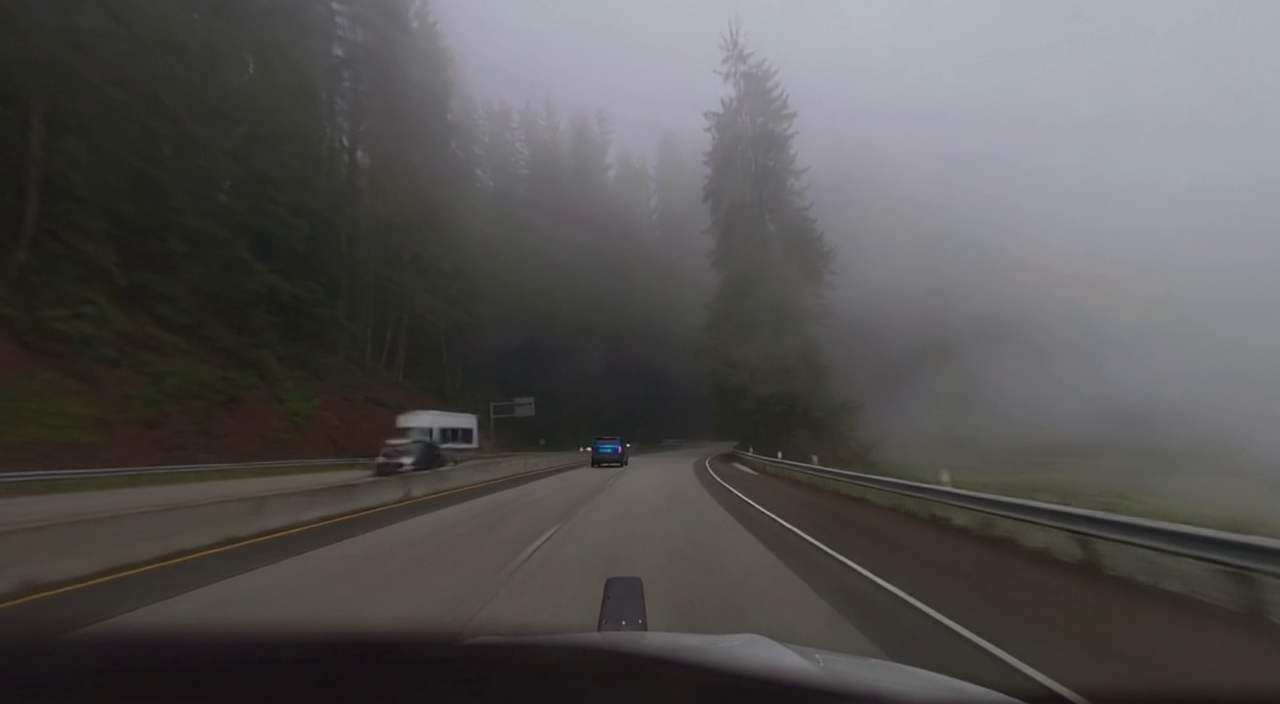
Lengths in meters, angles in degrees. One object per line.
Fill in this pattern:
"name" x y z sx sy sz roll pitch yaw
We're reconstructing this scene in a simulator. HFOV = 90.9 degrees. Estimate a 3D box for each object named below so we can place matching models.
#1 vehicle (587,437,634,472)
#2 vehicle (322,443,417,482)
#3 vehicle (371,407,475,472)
"vehicle" -1.552 5.606 34.756 2.005 1.752 4.479 -1 -8 5
"vehicle" -12.705 5.202 30.032 2.182 1.669 4.609 -1 -8 5
"vehicle" -15.577 6.471 46.476 3.236 4.237 10.335 -1 -8 4
